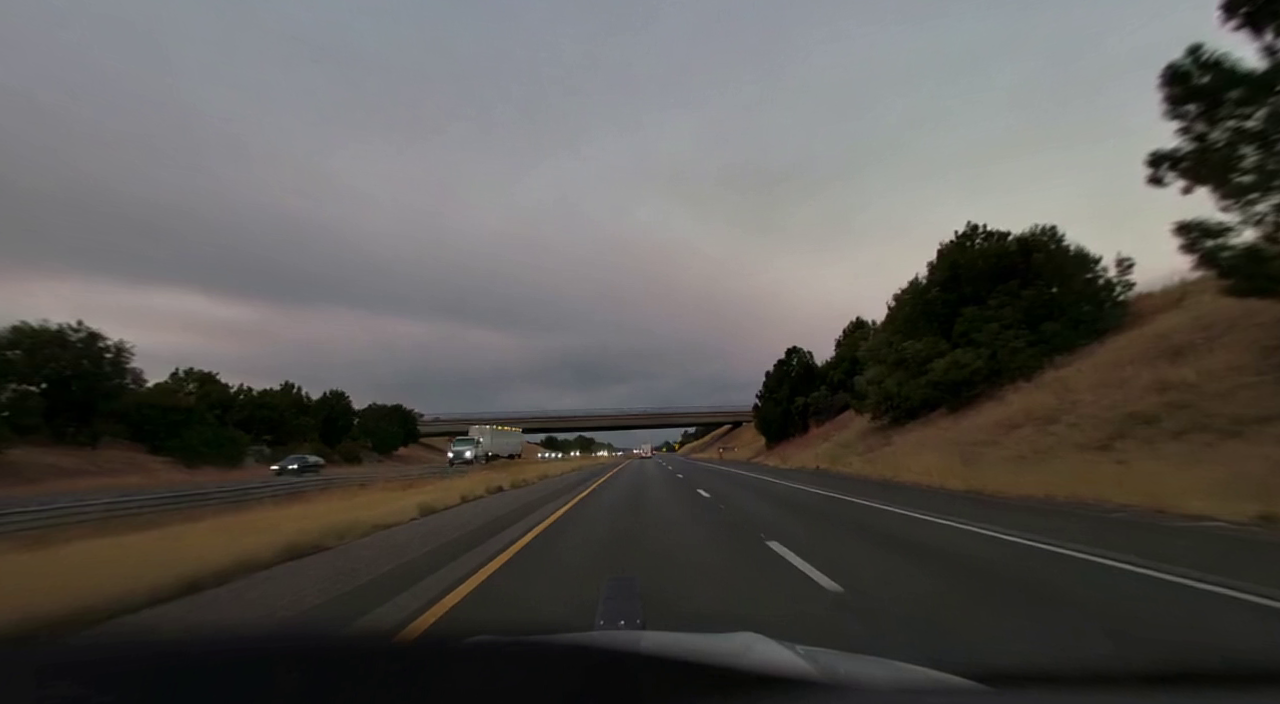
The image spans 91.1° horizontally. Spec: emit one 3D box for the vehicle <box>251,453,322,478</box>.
[{"bbox_3d":[-23.626,7.574,42.161,1.941,1.485,4.816,0,-8,0],"label":"vehicle"}]
